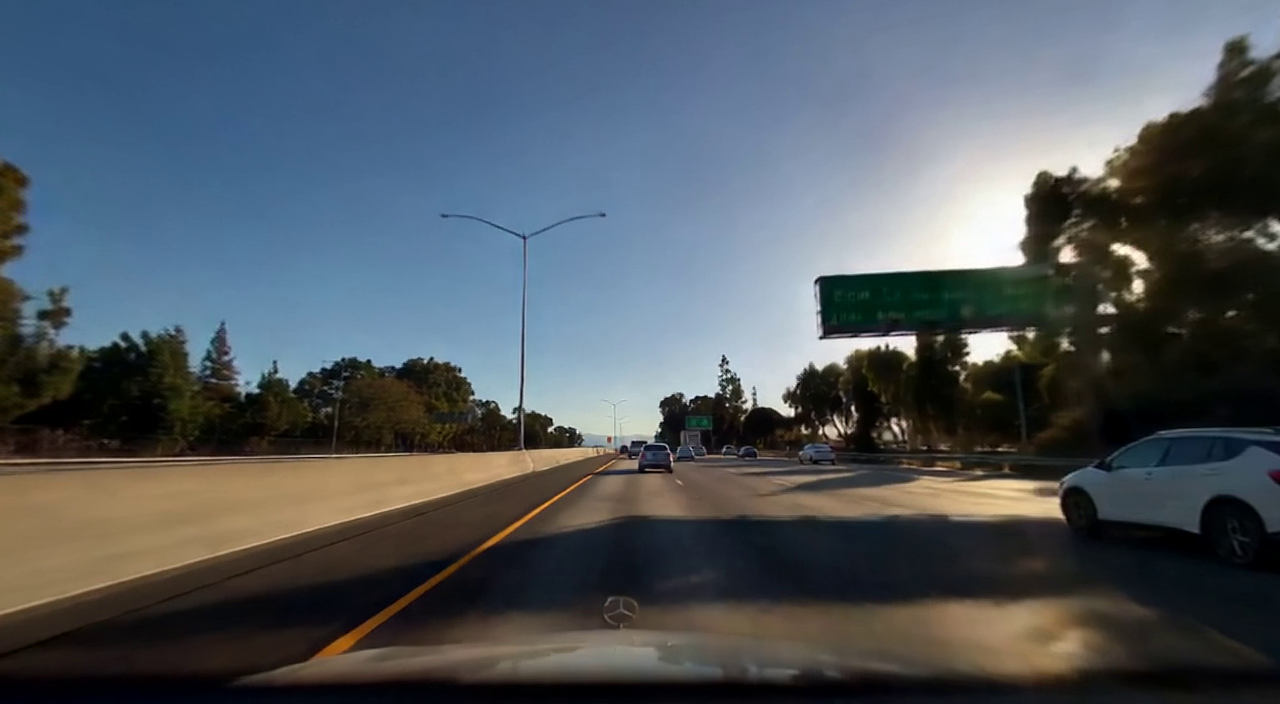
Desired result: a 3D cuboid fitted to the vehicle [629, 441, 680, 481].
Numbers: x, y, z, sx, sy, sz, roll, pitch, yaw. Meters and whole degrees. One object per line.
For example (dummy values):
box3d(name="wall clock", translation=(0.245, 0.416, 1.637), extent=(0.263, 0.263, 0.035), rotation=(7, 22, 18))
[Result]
box3d(name="vehicle", translation=(0.516, 4.604, 27.096), extent=(1.864, 1.566, 4.446), rotation=(0, -8, -3))

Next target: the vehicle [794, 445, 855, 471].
box3d(name="vehicle", translation=(10.894, 6.297, 37.751), extent=(2.087, 1.442, 4.834), rotation=(0, -8, -1))

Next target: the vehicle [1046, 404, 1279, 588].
box3d(name="vehicle", translation=(6.918, 1.479, 6.811), extent=(2.027, 1.679, 4.543), rotation=(0, -9, 0))

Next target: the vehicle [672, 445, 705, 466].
box3d(name="vehicle", translation=(3.433, 7.439, 45.434), extent=(1.993, 1.427, 4.204), rotation=(0, -9, -1))
